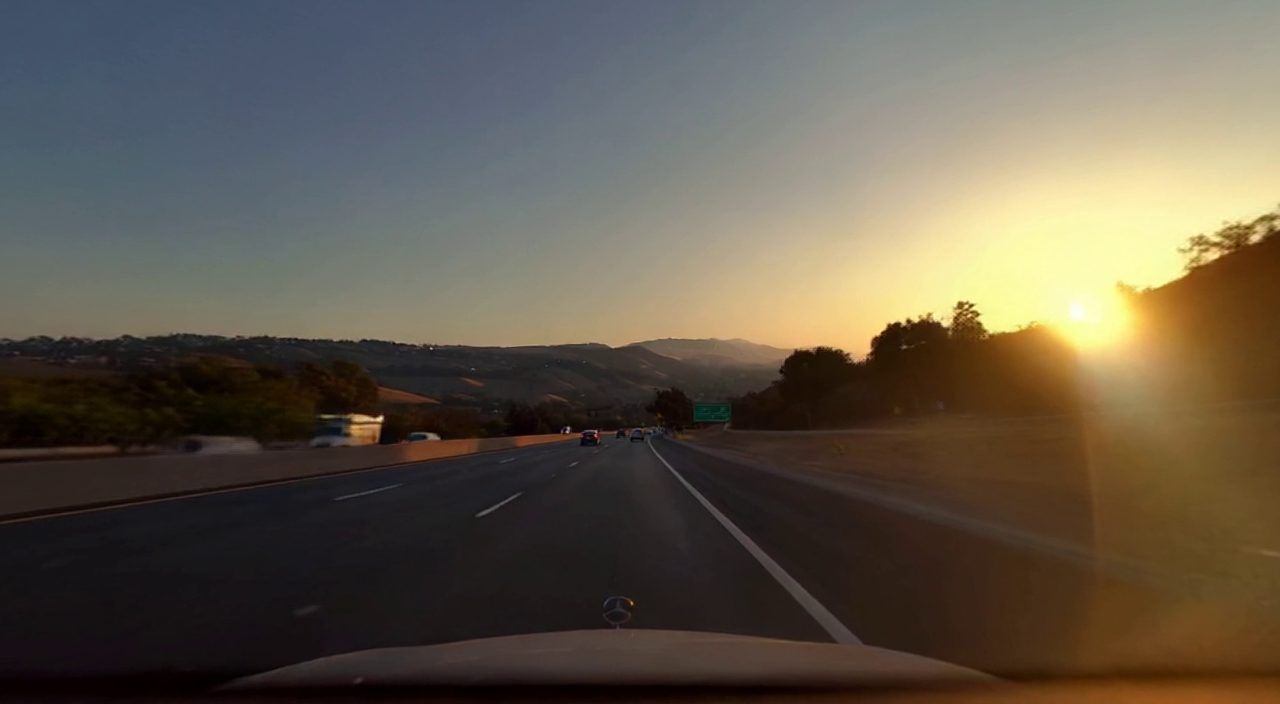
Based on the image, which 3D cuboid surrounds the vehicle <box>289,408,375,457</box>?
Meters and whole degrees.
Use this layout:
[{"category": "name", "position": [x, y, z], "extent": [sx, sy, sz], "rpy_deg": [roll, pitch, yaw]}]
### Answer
[{"category": "vehicle", "position": [-24.186, 6.435, 49.926], "extent": [2.838, 3.540, 7.976], "rpy_deg": [0, -8, -1]}]

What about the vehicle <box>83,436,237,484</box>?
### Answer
[{"category": "vehicle", "position": [-16.370, 3.665, 21.809], "extent": [1.913, 1.497, 4.419], "rpy_deg": [0, -8, -1]}]
